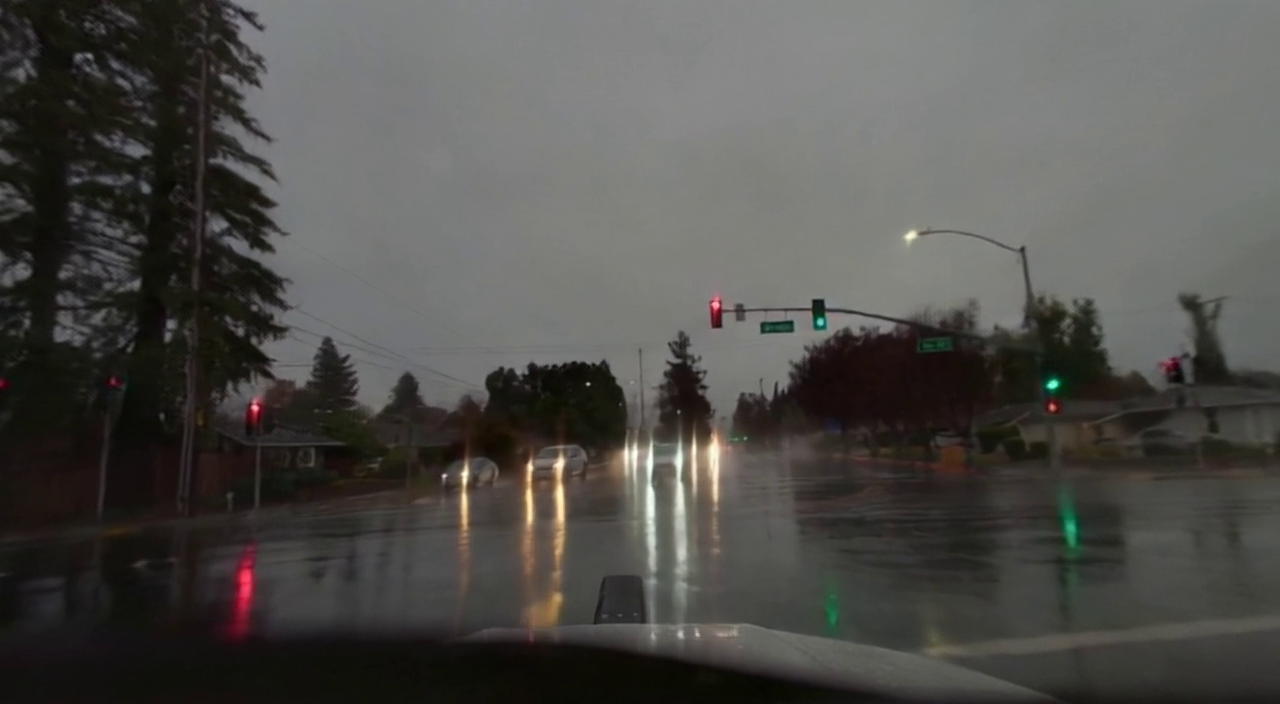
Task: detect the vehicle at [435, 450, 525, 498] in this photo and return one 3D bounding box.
[{"bbox_3d":[-6.685,5.157,27.108,2.241,1.819,4.690,-1,-9,6],"label":"vehicle"}]

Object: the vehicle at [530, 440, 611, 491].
[{"bbox_3d":[-2.852,4.873,27.504,2.479,1.977,5.254,-1,-9,5],"label":"vehicle"}]

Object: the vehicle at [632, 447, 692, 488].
[{"bbox_3d":[0.983,4.621,25.721,2.174,1.477,4.805,-1,-9,5],"label":"vehicle"}]
